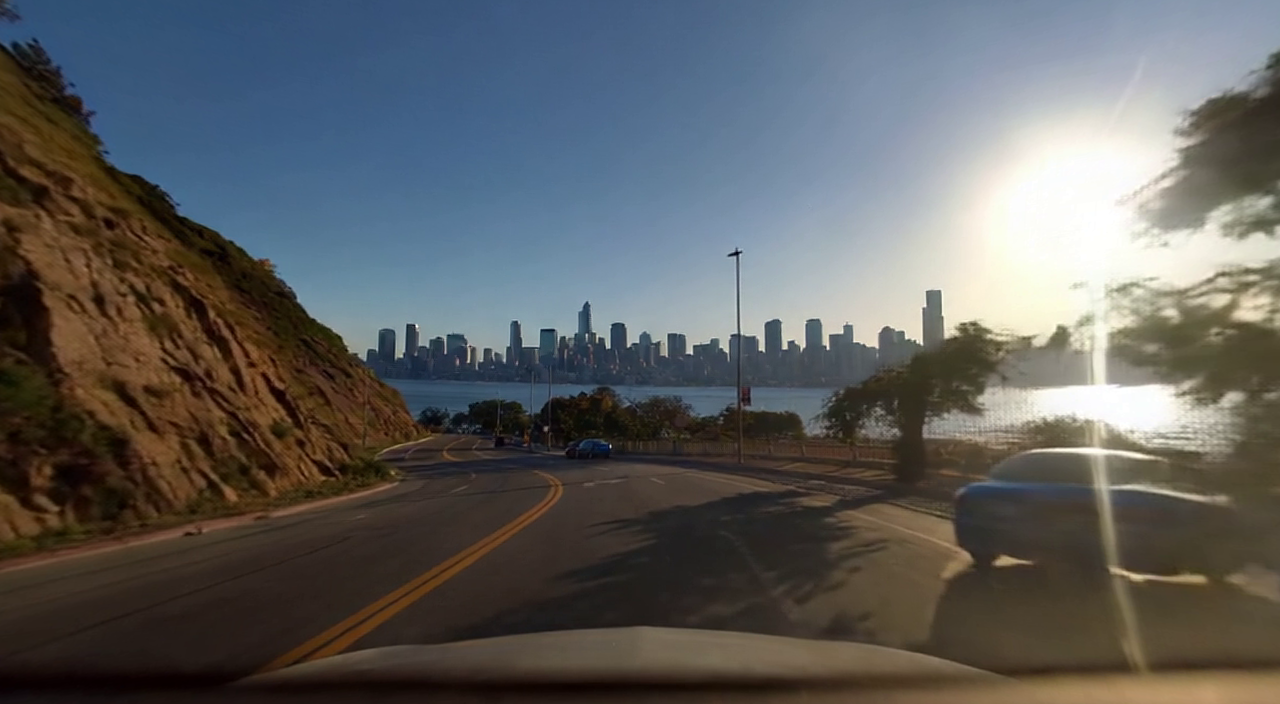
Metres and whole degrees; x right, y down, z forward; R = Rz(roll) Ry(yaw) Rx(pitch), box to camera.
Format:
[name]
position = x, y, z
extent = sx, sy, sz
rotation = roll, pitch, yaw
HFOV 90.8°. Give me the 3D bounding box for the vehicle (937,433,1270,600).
[vehicle]
position = 5.817, 1.764, 7.753
extent = 4.467, 1.439, 2.028
rotation = 6, -11, -38
